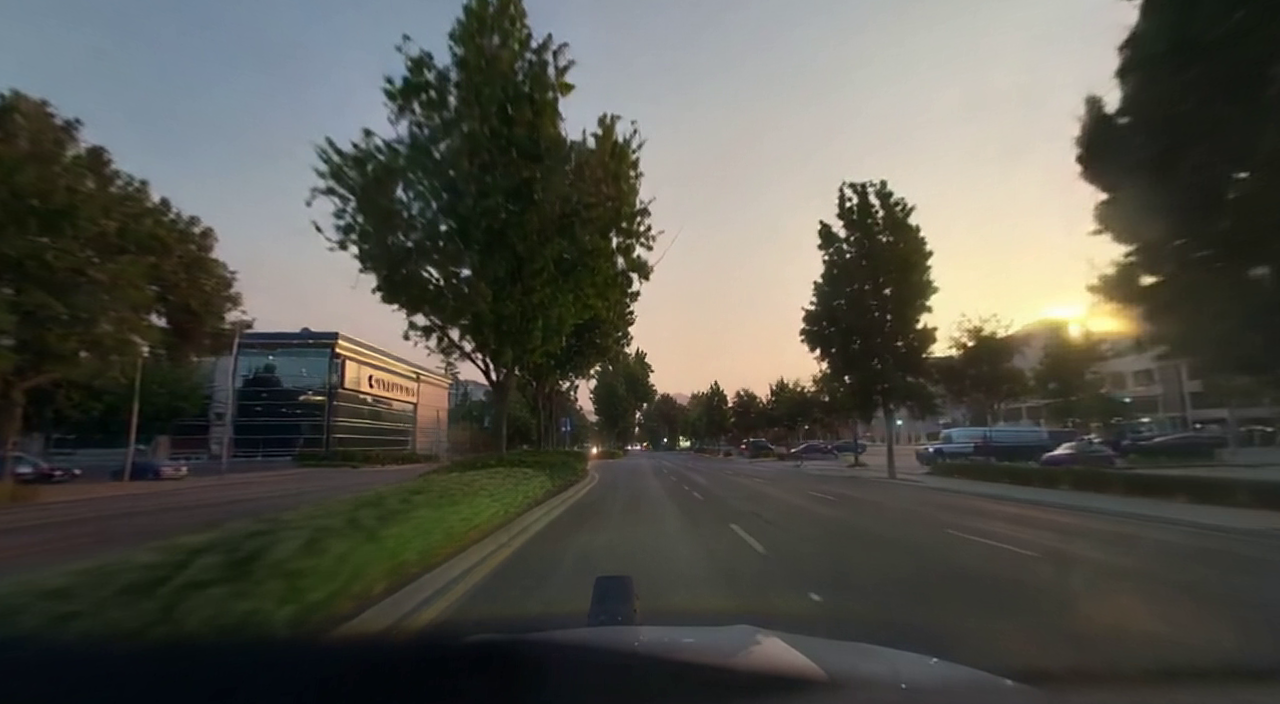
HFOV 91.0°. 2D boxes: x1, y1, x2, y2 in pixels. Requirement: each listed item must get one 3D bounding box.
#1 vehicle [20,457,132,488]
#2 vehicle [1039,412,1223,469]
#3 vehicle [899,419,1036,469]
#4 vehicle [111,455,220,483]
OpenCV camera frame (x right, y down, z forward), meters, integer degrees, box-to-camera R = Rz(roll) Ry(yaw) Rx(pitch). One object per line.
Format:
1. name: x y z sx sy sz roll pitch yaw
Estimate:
1. vehicle: -29.754 6.348 33.284 4.154 1.510 1.847 0 -8 1
2. vehicle: 33.515 6.080 43.227 10.143 3.636 2.880 1 -9 -2
3. vehicle: 22.035 6.211 42.675 7.634 3.061 2.777 -1 -8 0
4. vehicle: -29.648 7.307 39.483 4.739 1.638 2.515 1 -9 -1
